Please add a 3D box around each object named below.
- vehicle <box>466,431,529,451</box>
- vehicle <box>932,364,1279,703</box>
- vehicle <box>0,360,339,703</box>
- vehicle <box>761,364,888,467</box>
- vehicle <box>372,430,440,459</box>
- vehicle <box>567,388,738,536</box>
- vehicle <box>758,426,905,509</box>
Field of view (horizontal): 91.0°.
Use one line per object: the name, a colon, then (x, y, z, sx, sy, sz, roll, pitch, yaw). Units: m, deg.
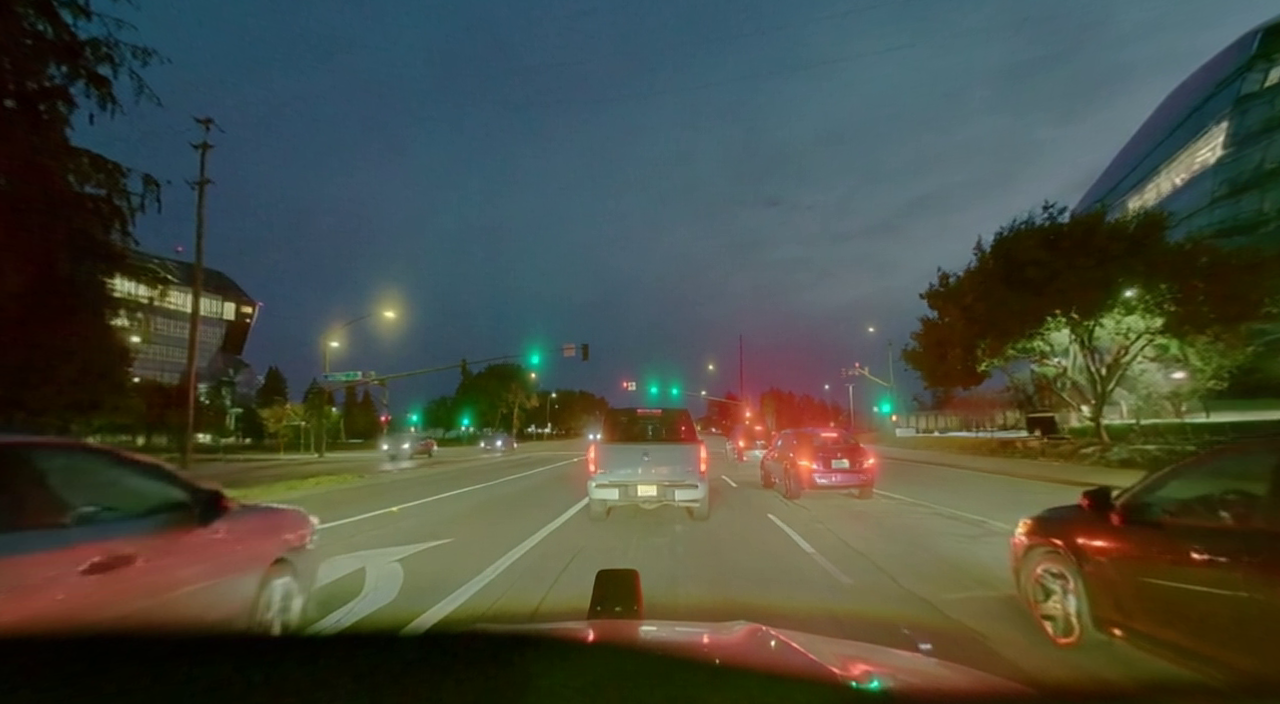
vehicle: (-11.058, 6.959, 49.102, 4.650, 1.489, 2.005, 1, -9, -8)
vehicle: (3.226, 0.887, 2.646, 2.109, 1.500, 4.585, 0, -9, 5)
vehicle: (-3.174, 0.793, 2.173, 2.010, 1.515, 4.152, 0, -9, 3)
vehicle: (7.825, 3.049, 28.304, 2.965, 3.900, 9.064, 0, -9, 0)
vehicle: (-14.917, 5.951, 40.386, 2.018, 1.715, 4.451, -1, -9, 10)
vehicle: (0.281, 1.752, 10.426, 2.188, 1.892, 4.488, 0, -9, 3)
vehicle: (3.778, 2.354, 13.240, 1.862, 1.451, 4.083, 0, -9, 1)
